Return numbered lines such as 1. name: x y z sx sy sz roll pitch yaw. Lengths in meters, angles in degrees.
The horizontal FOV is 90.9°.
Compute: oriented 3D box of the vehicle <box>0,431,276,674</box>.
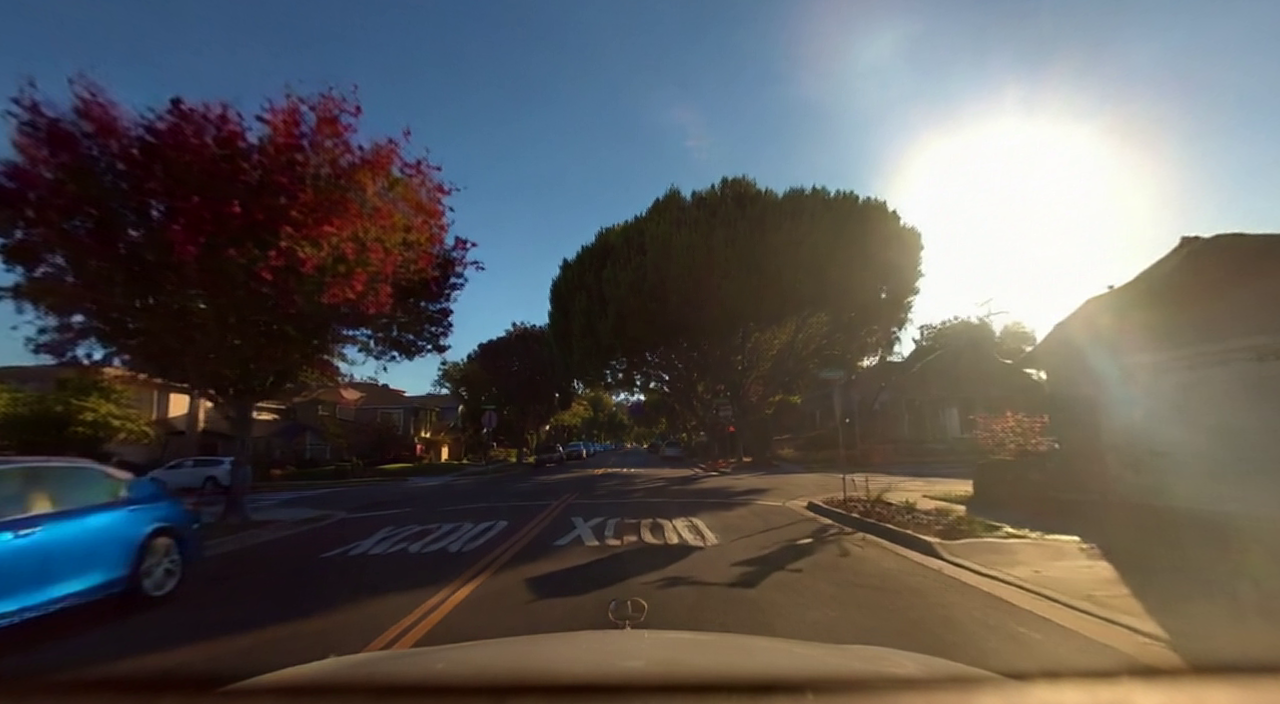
1. vehicle: -5.220 1.432 4.950 2.038 1.571 4.524 0 -8 -1
